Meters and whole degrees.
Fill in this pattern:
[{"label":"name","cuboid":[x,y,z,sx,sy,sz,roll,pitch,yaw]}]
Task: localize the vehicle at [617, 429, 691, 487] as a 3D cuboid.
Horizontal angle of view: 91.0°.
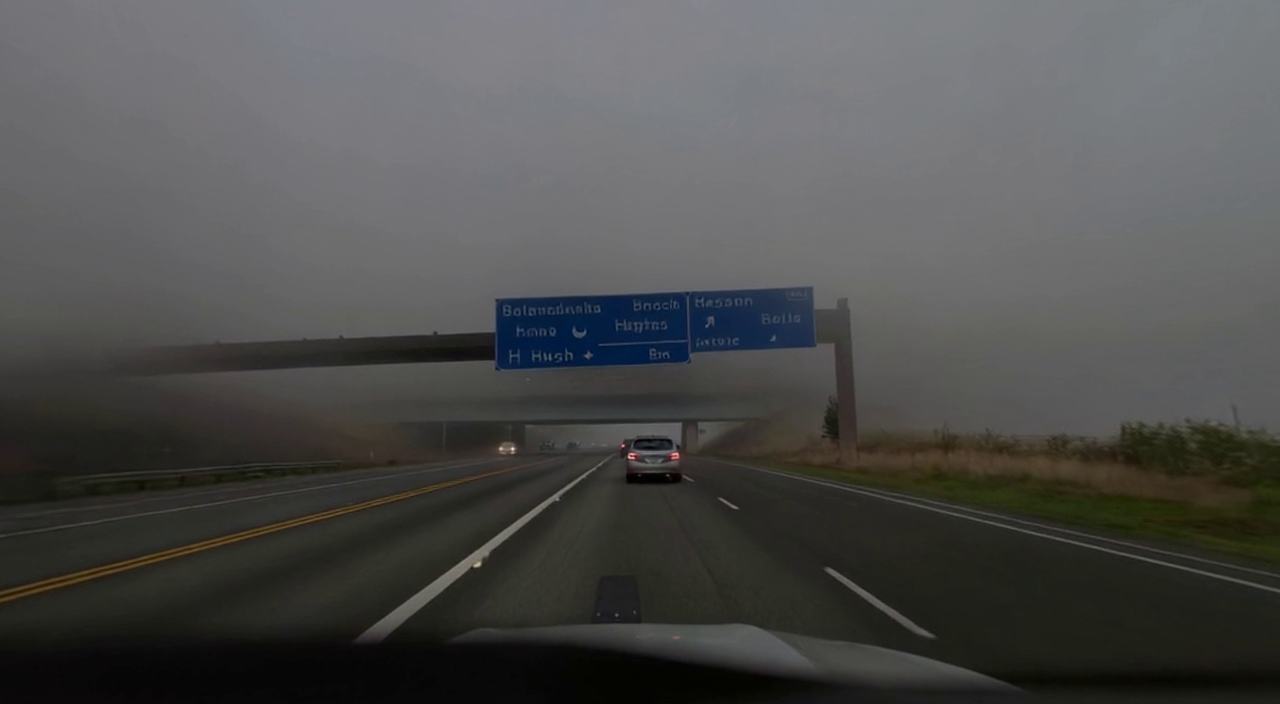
[{"label":"vehicle","cuboid":[0.328,3.352,20.297,2.092,1.636,4.024,0,-8,-3]}]
